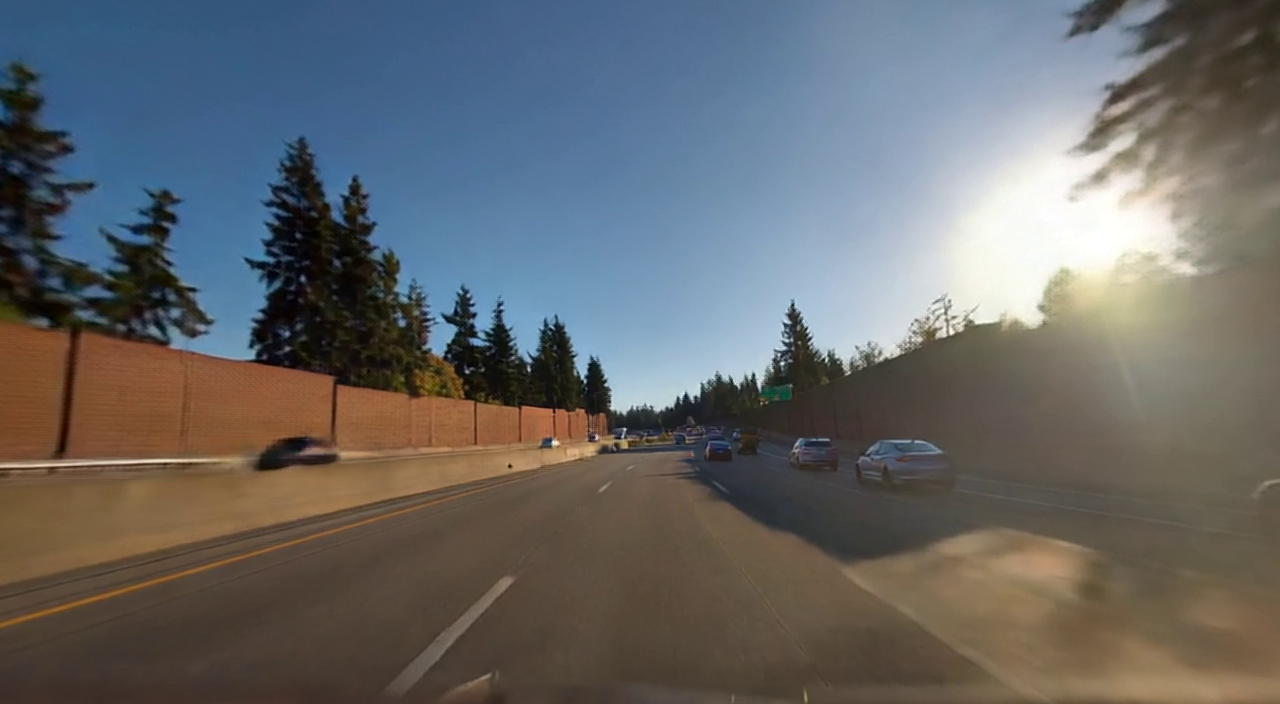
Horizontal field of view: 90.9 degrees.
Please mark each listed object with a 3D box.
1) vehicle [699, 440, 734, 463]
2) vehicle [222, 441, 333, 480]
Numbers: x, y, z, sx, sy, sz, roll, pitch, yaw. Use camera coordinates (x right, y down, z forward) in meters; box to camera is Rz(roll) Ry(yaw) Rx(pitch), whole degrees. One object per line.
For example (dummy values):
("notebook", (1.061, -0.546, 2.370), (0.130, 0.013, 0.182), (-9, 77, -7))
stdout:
("vehicle", (5.119, 6.720, 42.609), (1.926, 1.477, 4.080), (0, -8, 2))
("vehicle", (-15.398, 4.628, 27.149), (1.914, 1.506, 4.614), (-1, -8, 2))
